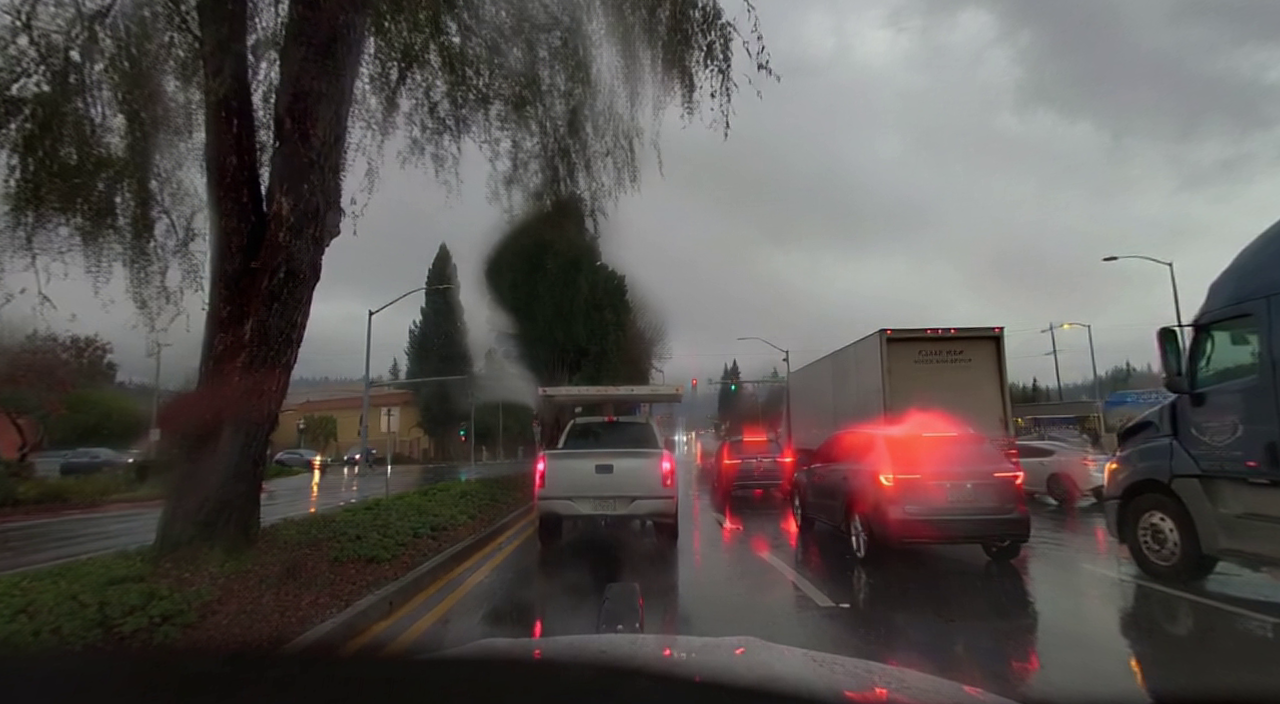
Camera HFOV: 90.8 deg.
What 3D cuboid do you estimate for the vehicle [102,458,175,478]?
[{"bbox_3d":[-38.158,8.807,48.100,4.150,1.474,1.826,-1,-9,6],"label":"vehicle"}]

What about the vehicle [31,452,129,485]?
[{"bbox_3d":[-28.559,5.922,32.398,1.730,1.534,3.922,1,-9,-8],"label":"vehicle"}]

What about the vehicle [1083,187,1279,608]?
[{"bbox_3d":[6.526,0.101,3.345,2.802,3.322,7.429,0,-9,0],"label":"vehicle"}]

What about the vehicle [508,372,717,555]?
[{"bbox_3d":[-0.359,1.720,10.218,2.499,2.183,5.111,0,-9,-1],"label":"vehicle"}]

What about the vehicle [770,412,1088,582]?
[{"bbox_3d":[3.253,1.753,8.533,1.905,1.587,4.998,0,-9,0],"label":"vehicle"}]
